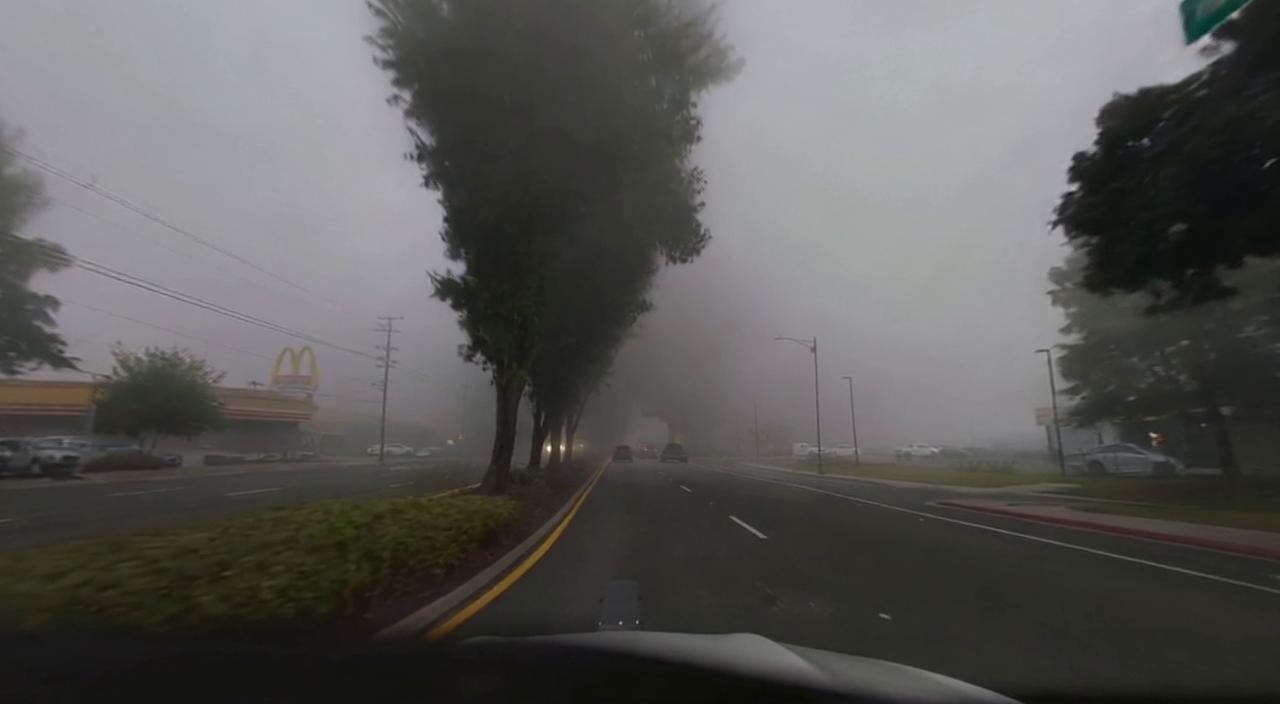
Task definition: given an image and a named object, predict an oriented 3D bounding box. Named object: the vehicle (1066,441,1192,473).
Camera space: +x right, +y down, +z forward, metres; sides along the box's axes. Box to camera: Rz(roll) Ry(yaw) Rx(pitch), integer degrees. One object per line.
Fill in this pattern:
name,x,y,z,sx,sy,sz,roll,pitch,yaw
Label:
vehicle,24.607,5.246,31.958,2.066,1.467,4.486,5,-10,-31
